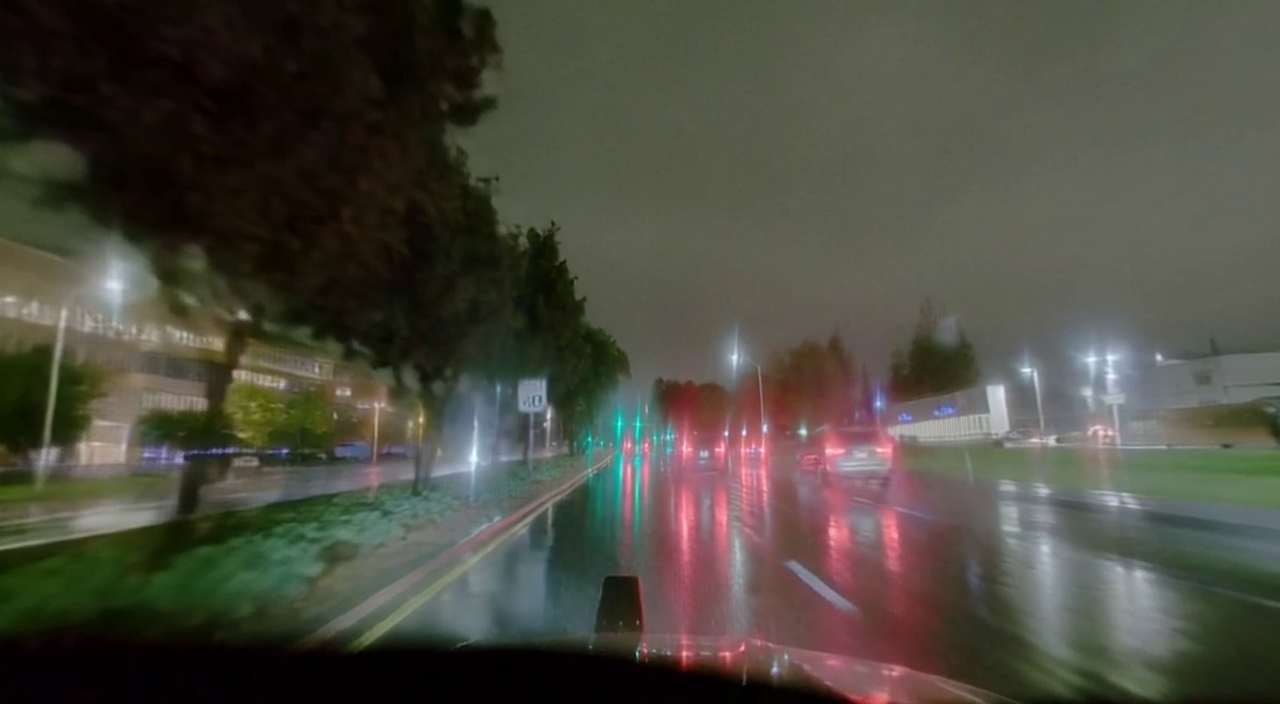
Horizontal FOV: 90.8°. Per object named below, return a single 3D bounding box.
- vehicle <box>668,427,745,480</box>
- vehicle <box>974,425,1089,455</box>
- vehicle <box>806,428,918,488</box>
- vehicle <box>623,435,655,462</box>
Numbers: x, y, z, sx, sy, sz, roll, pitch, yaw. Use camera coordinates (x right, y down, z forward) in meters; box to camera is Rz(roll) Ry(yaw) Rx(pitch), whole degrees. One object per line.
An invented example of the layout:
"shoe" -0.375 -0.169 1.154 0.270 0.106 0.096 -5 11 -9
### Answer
"vehicle" 2.377 3.795 23.907 2.227 1.794 4.457 0 -8 -3
"vehicle" 20.625 4.665 33.473 4.608 1.533 2.193 0 -8 0
"vehicle" 6.992 3.381 20.420 2.025 1.719 4.161 0 -8 -1
"vehicle" -0.060 6.577 43.079 2.132 1.693 3.819 0 -8 0
